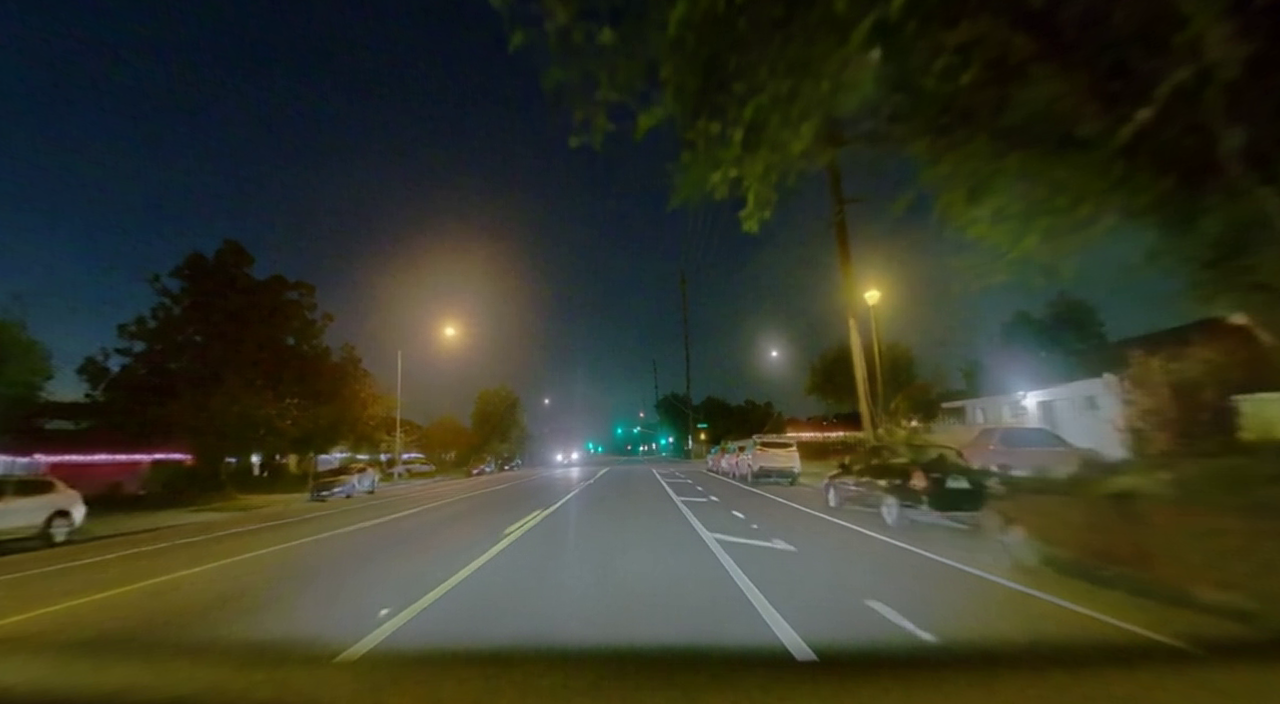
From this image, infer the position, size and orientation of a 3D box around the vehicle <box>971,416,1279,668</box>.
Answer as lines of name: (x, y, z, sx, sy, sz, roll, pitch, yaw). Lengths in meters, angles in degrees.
vehicle: (4.839, 1.287, 4.692, 1.933, 1.511, 5.086, 0, -9, -1)

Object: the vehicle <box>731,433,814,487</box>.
vehicle: (4.586, 3.833, 22.625, 1.919, 1.698, 4.747, 0, -9, 0)

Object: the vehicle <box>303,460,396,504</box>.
vehicle: (-12.626, 5.634, 27.771, 1.972, 1.475, 4.503, -5, -9, -1)

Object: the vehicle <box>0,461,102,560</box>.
vehicle: (-12.518, 3.000, 11.468, 2.156, 1.692, 4.046, -6, -8, -4)
